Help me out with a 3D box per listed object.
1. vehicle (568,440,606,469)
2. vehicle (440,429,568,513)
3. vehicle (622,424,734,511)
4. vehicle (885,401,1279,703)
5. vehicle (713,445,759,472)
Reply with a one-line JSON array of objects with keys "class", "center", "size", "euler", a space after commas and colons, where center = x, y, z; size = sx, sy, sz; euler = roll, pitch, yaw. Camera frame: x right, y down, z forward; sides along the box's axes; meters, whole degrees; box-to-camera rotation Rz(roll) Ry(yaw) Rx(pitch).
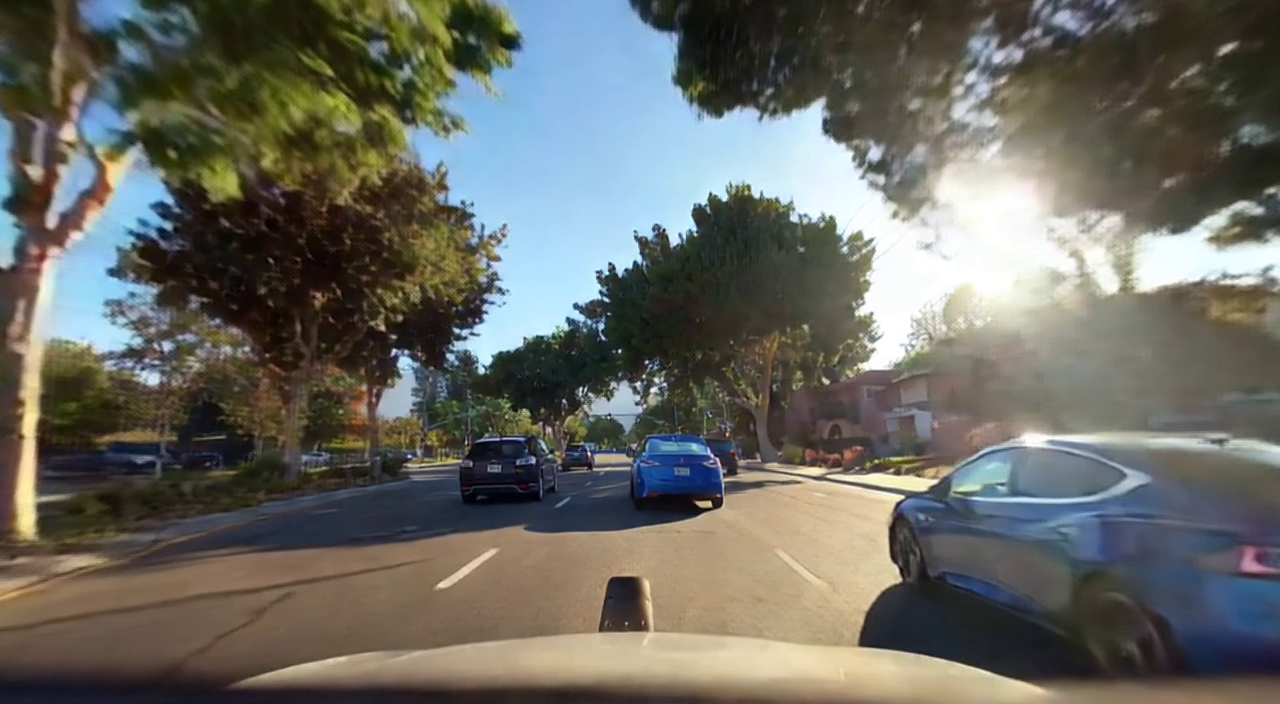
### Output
[{"class": "vehicle", "center": [-3.340, 6.548, 40.396], "size": [2.014, 1.755, 4.360], "euler": [0, -9, 0]}, {"class": "vehicle", "center": [-3.026, 2.772, 15.186], "size": [2.043, 1.687, 4.676], "euler": [0, -9, 0]}, {"class": "vehicle", "center": [0.712, 2.700, 15.121], "size": [2.280, 1.747, 4.361], "euler": [0, -9, -2]}, {"class": "vehicle", "center": [3.509, 1.174, 3.966], "size": [2.017, 1.491, 4.611], "euler": [0, -9, -1]}, {"class": "vehicle", "center": [5.557, 6.219, 37.035], "size": [2.010, 1.486, 4.498], "euler": [0, -9, 1]}]
